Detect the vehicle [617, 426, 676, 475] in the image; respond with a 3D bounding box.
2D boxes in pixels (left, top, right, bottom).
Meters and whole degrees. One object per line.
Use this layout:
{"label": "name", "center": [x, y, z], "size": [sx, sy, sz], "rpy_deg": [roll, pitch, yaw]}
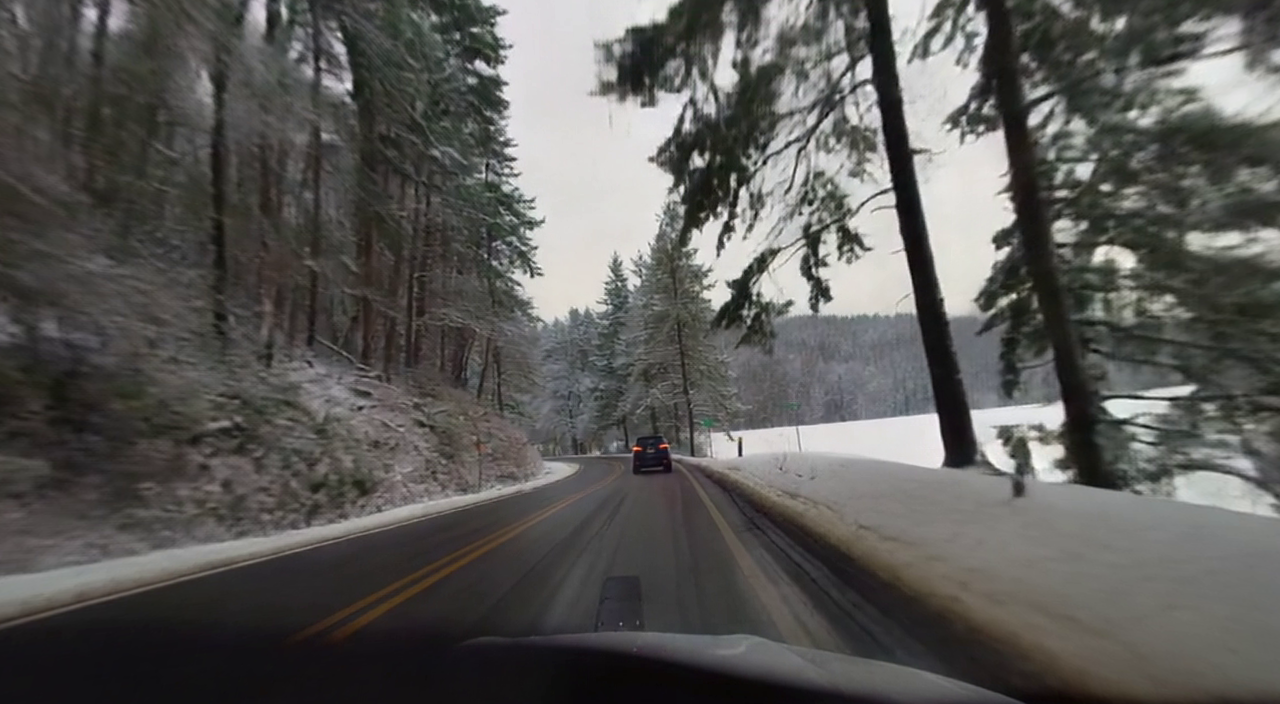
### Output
{"label": "vehicle", "center": [0.291, 4.824, 31.088], "size": [2.469, 1.953, 5.605], "rpy_deg": [-6, -9, 0]}
